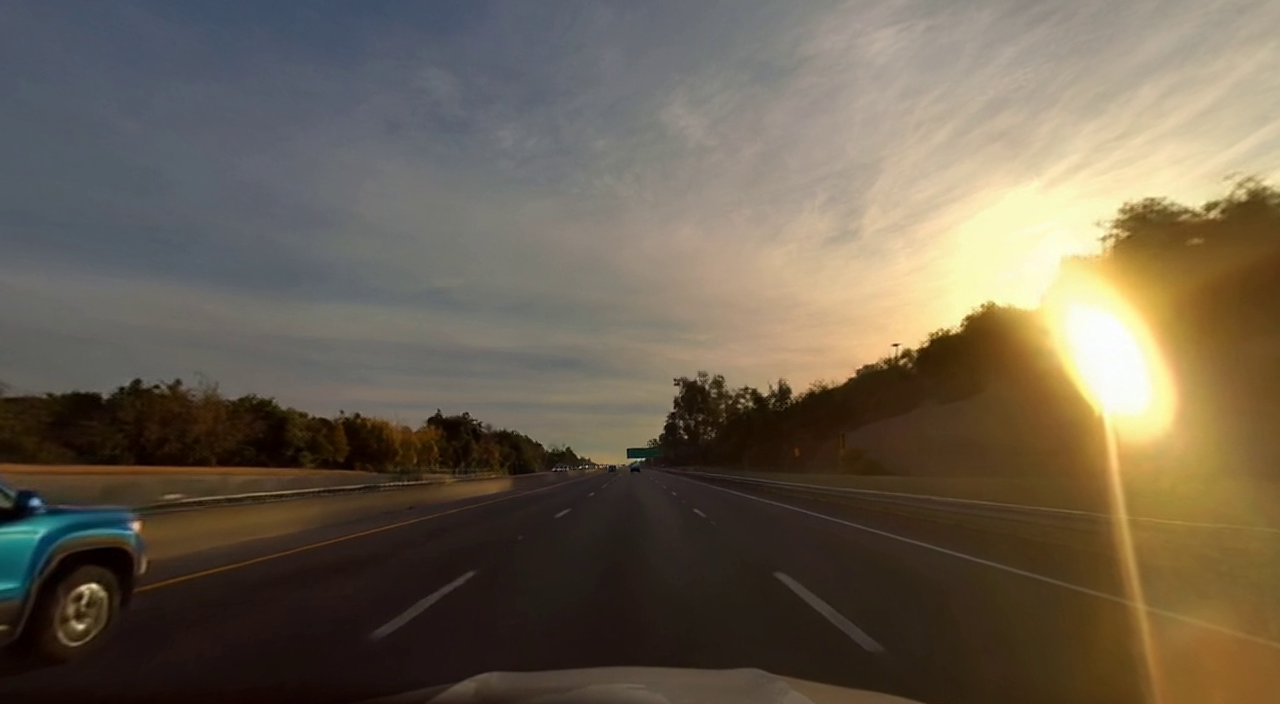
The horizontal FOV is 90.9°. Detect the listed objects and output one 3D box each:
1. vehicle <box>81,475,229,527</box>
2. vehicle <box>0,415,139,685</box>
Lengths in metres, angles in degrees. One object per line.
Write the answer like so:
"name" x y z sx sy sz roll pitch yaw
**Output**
"vehicle" -16.518 5.072 21.777 1.847 1.527 4.084 1 -10 -1
"vehicle" -4.622 0.927 2.503 1.914 1.534 4.015 1 -10 -1
